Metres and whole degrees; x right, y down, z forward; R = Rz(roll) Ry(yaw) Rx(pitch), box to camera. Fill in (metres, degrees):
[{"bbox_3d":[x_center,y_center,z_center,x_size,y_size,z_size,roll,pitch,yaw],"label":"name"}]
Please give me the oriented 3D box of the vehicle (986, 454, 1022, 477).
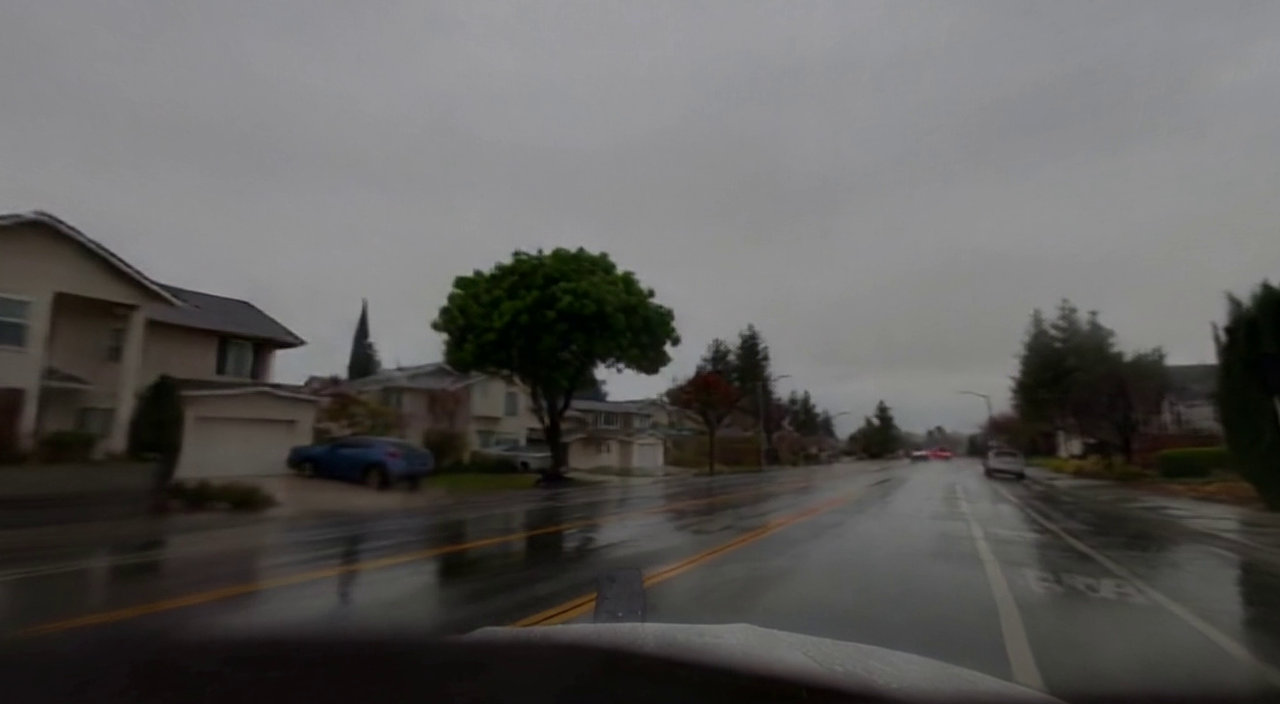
[{"bbox_3d":[27.544,8.593,47.900,1.971,1.558,4.895,-3,-10,26],"label":"vehicle"}]
